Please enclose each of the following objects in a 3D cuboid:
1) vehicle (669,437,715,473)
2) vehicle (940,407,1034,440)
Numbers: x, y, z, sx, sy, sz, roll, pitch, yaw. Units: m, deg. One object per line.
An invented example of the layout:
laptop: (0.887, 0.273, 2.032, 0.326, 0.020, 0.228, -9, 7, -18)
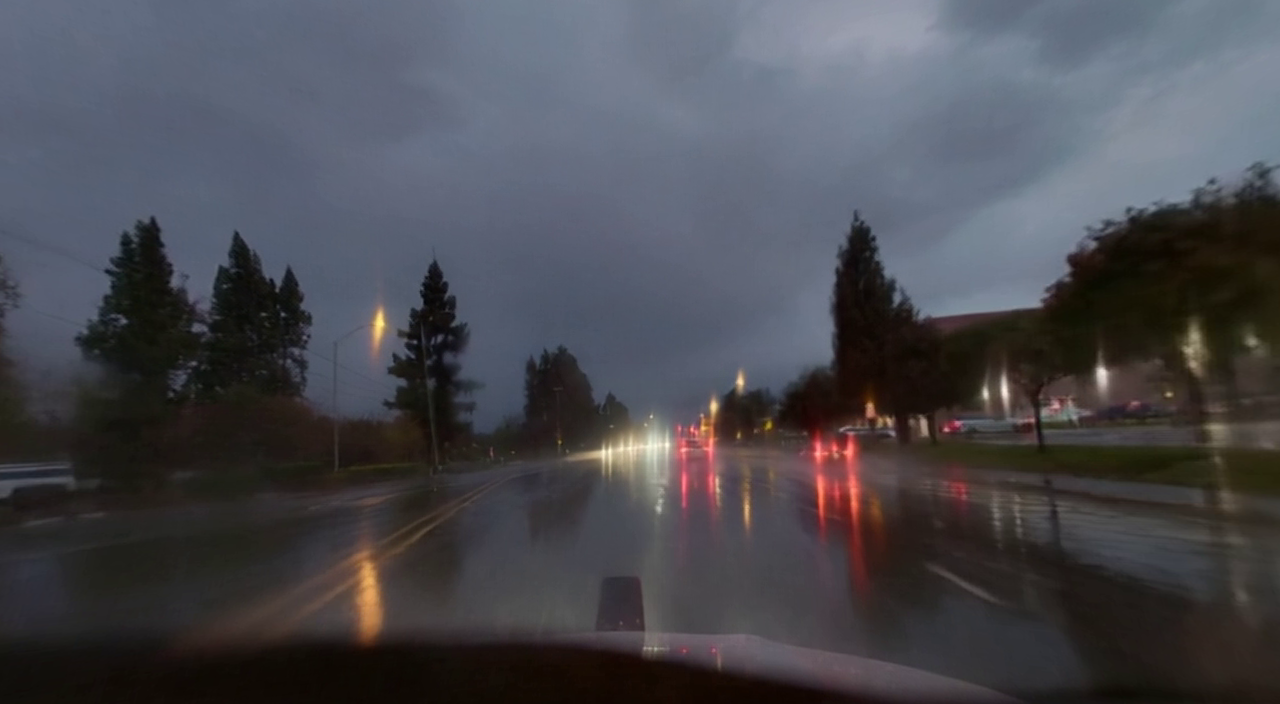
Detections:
vehicle: (2.602, 5.206, 32.098, 2.181, 1.639, 4.127, -1, -9, 4)
vehicle: (20.965, 4.367, 38.358, 4.359, 1.849, 2.152, -1, -9, 4)
